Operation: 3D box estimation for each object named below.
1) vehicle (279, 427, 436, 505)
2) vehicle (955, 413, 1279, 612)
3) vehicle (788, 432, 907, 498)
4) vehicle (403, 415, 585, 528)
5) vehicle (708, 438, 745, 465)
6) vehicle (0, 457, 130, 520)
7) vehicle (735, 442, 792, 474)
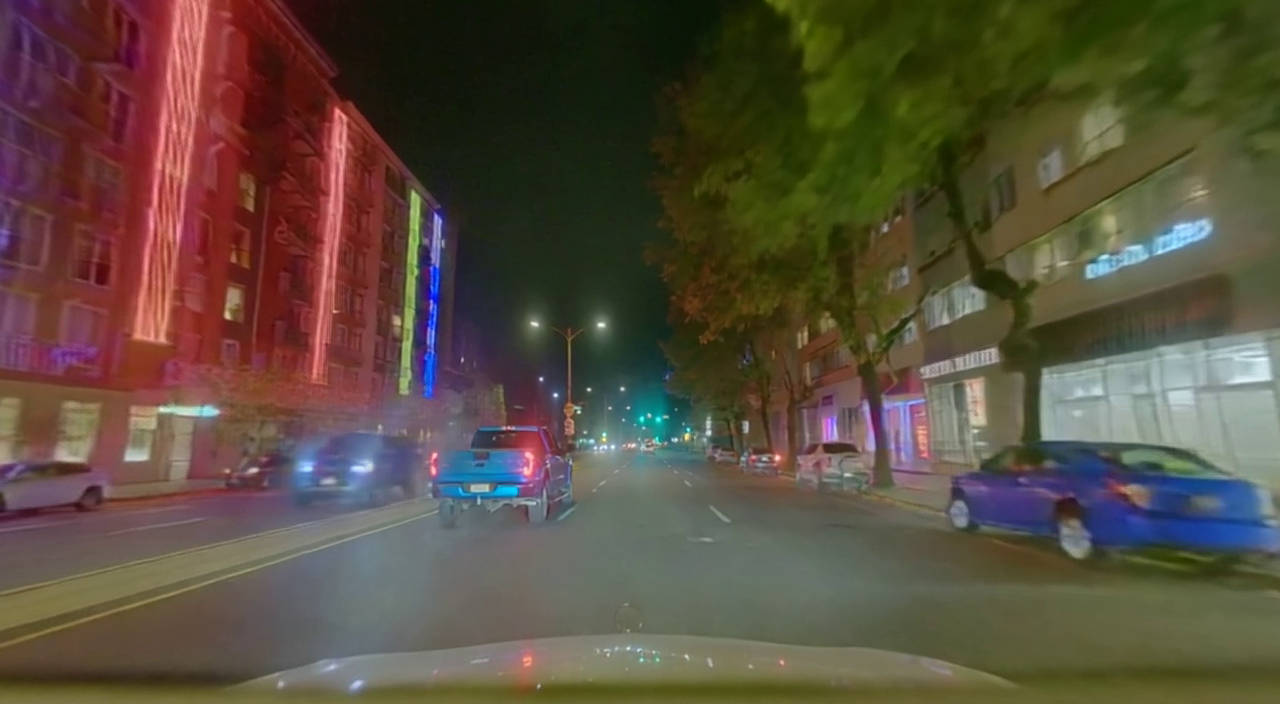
[{"bbox_3d":[-7.270,2.977,16.871,2.087,1.779,4.456,0,-9,0],"label":"vehicle"},{"bbox_3d":[6.049,1.729,7.800,1.928,1.679,4.716,0,-9,1],"label":"vehicle"},{"bbox_3d":[6.095,3.376,19.213,2.018,1.743,4.529,0,-9,-1],"label":"vehicle"},{"bbox_3d":[-2.574,2.322,12.808,2.197,1.786,5.365,-1,-9,3],"label":"vehicle"},{"bbox_3d":[6.264,7.272,45.969,2.043,1.841,4.842,0,-9,0],"label":"vehicle"},{"bbox_3d":[-16.214,3.525,16.538,1.814,1.445,4.566,0,-9,1],"label":"vehicle"},{"bbox_3d":[6.284,5.443,32.541,1.988,1.514,3.962,0,-9,-2],"label":"vehicle"}]
